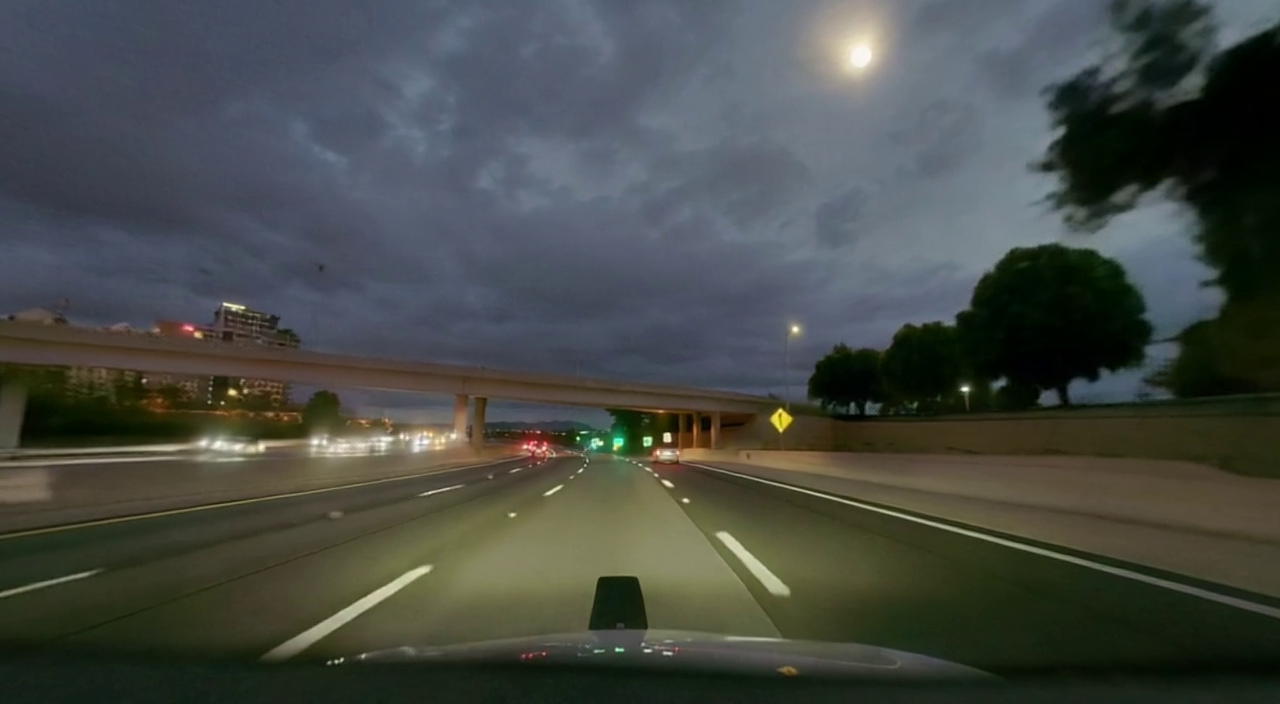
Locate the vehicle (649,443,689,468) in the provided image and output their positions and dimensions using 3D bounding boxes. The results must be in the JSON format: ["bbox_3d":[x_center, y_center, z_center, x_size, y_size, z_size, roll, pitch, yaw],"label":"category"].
[{"bbox_3d":[1.799,6.736,41.205,2.059,1.509,4.670,1,-8,-4],"label":"vehicle"}]
